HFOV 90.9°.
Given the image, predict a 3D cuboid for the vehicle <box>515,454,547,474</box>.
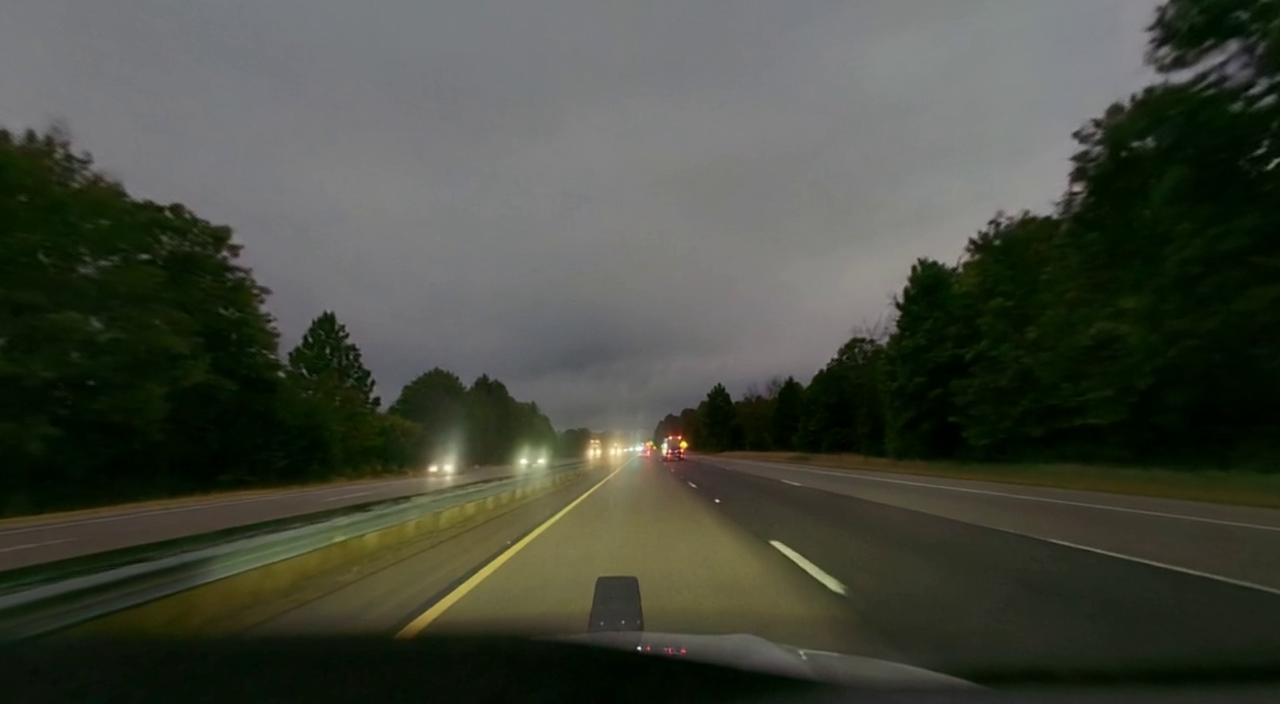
[{"bbox_3d":[-8.564,8.836,49.864,1.777,1.444,4.029,0,-9,1],"label":"vehicle"}]
